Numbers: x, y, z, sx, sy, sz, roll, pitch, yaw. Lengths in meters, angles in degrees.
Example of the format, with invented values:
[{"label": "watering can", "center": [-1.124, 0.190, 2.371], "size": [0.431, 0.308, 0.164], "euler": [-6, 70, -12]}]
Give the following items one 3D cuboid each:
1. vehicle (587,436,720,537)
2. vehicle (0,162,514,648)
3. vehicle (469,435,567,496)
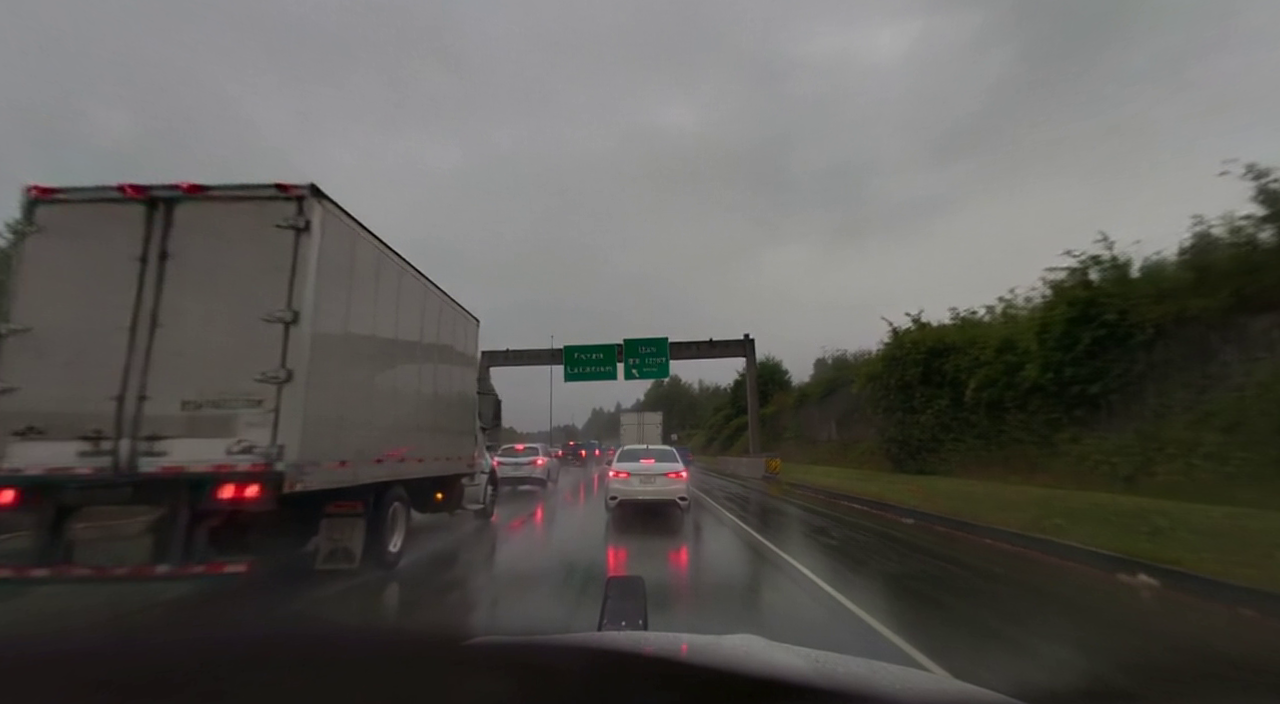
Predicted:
[{"label": "vehicle", "center": [0.178, 2.293, 11.232], "size": [1.995, 1.495, 3.380], "euler": [0, -9, -1]}, {"label": "vehicle", "center": [-3.895, 0.872, 8.131], "size": [2.832, 3.293, 7.782], "euler": [0, -9, 1]}, {"label": "vehicle", "center": [-3.637, 3.479, 19.627], "size": [2.165, 1.638, 4.317], "euler": [0, -9, 0]}]
